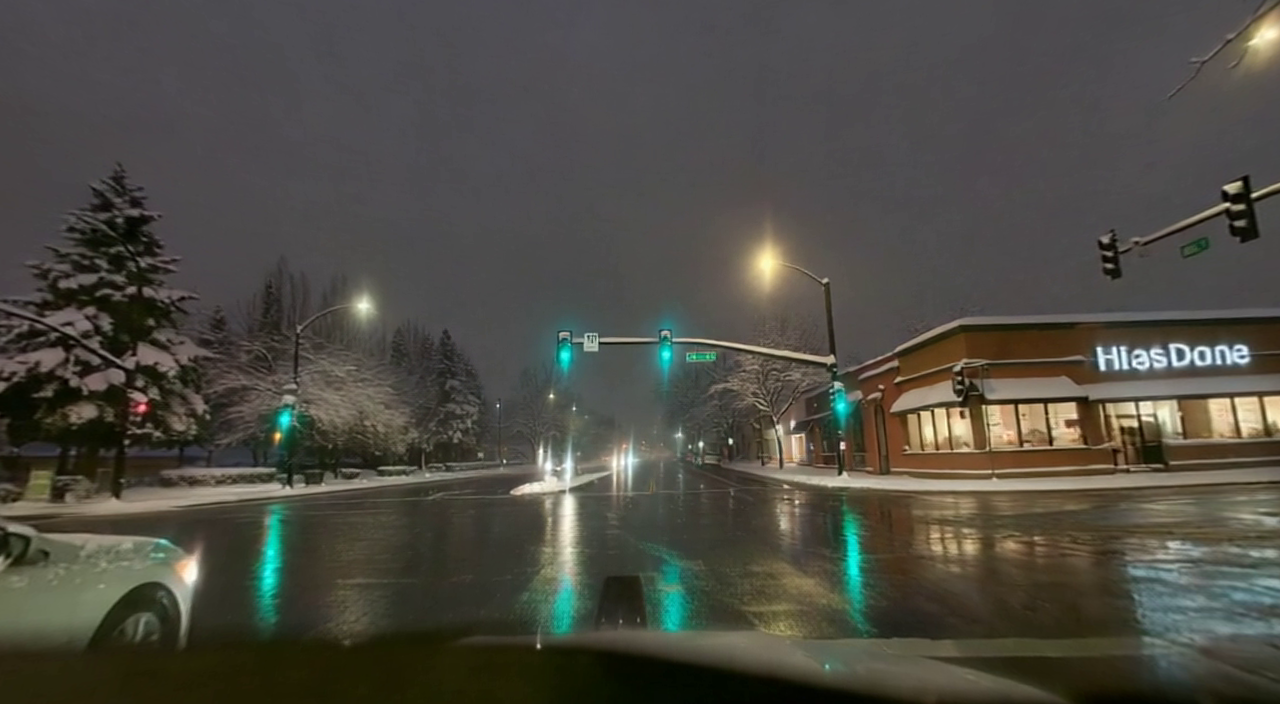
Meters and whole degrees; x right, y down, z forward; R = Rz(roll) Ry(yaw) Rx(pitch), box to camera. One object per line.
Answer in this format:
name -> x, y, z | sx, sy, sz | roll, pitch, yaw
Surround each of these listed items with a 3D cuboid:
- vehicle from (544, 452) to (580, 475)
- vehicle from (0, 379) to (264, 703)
vehicle -> -5.936, 8.516, 48.361 | 1.967, 1.633, 4.325 | 0, -9, 3
vehicle -> -3.496, 0.853, 1.972 | 1.947, 1.627, 4.248 | 0, -9, 1
